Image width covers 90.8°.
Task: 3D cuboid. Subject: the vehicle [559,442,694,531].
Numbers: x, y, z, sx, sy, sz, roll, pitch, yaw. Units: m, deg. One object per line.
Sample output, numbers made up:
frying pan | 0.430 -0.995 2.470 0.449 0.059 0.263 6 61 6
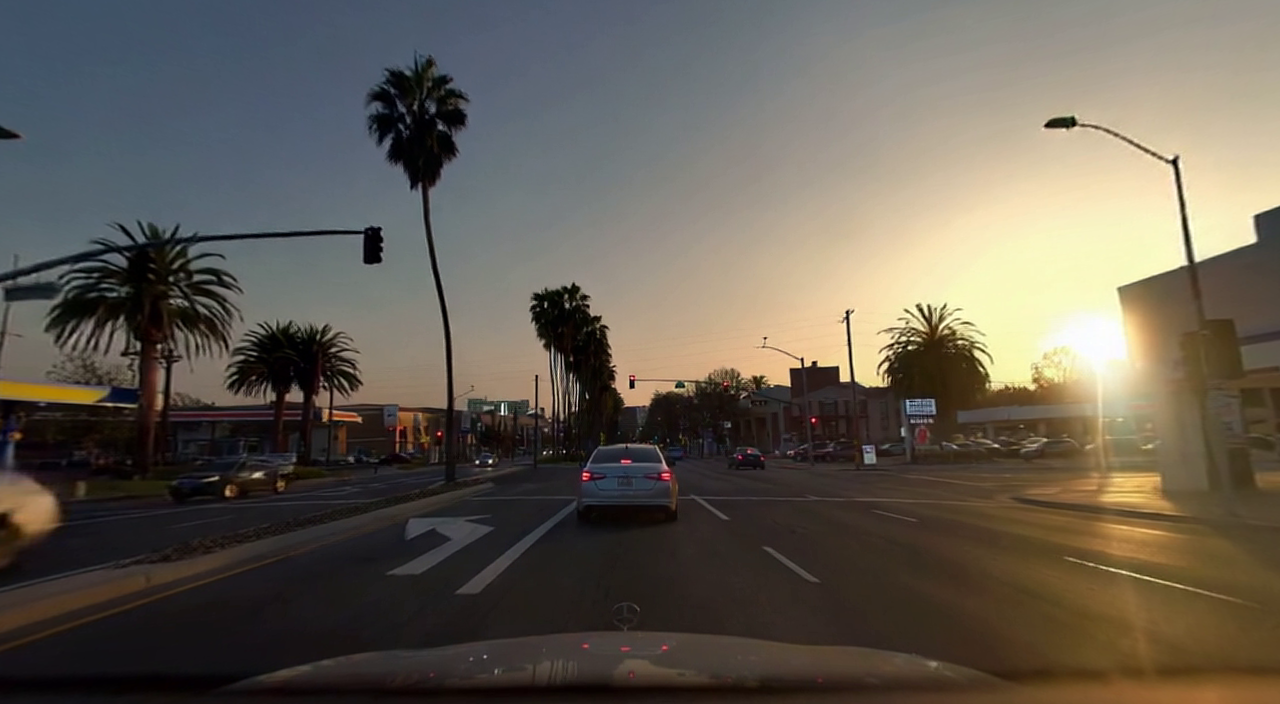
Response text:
vehicle | -0.247 2.606 12.988 2.270 1.475 4.571 0 -8 -1

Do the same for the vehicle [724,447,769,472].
vehicle | 6.733 6.812 40.354 2.017 1.491 4.420 0 -8 -1

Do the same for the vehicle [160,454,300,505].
vehicle | -15.211 4.719 23.850 2.120 1.629 4.686 0 -8 0
